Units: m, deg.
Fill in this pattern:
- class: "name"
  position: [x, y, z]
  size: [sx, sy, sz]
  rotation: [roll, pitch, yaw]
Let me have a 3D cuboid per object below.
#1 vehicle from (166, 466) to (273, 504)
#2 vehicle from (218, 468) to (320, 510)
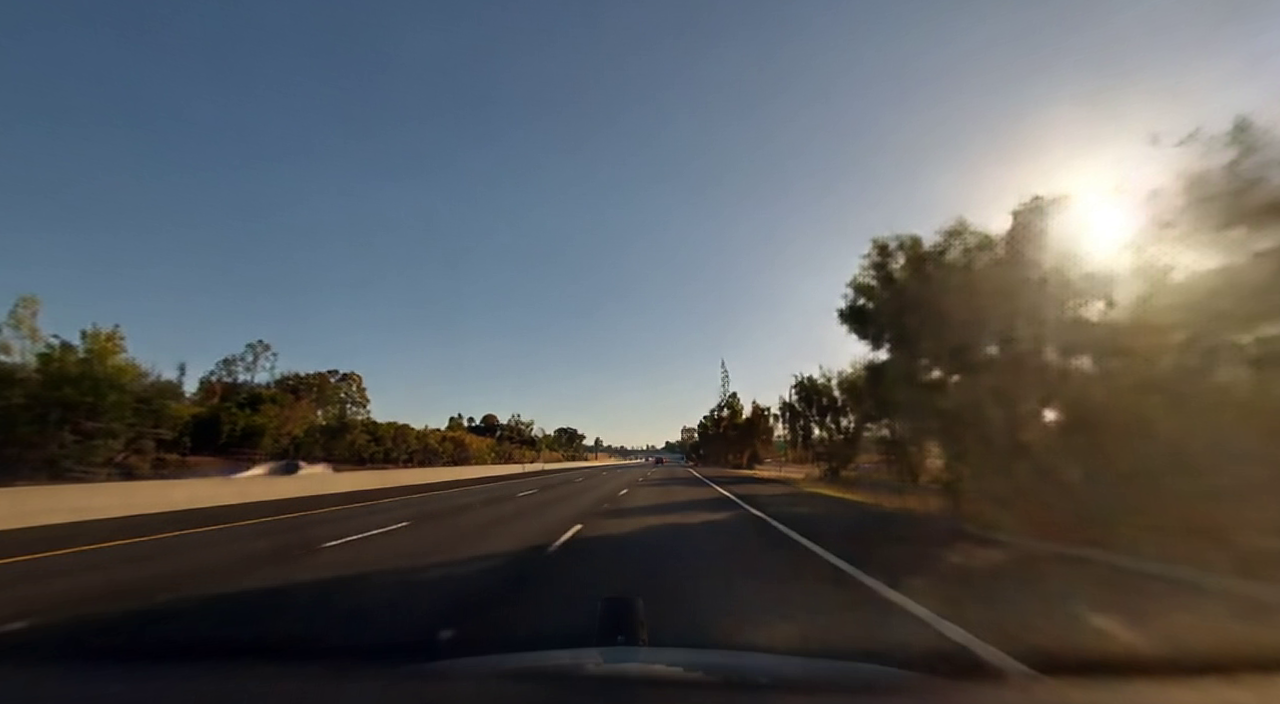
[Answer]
- class: "vehicle"
  position: [-19.456, 6.154, 29.343]
  size: [1.875, 1.522, 4.191]
  rotation: [-1, -9, 3]
- class: "vehicle"
  position: [-14.990, 5.539, 25.667]
  size: [1.755, 1.458, 3.716]
  rotation: [-1, -9, 3]
